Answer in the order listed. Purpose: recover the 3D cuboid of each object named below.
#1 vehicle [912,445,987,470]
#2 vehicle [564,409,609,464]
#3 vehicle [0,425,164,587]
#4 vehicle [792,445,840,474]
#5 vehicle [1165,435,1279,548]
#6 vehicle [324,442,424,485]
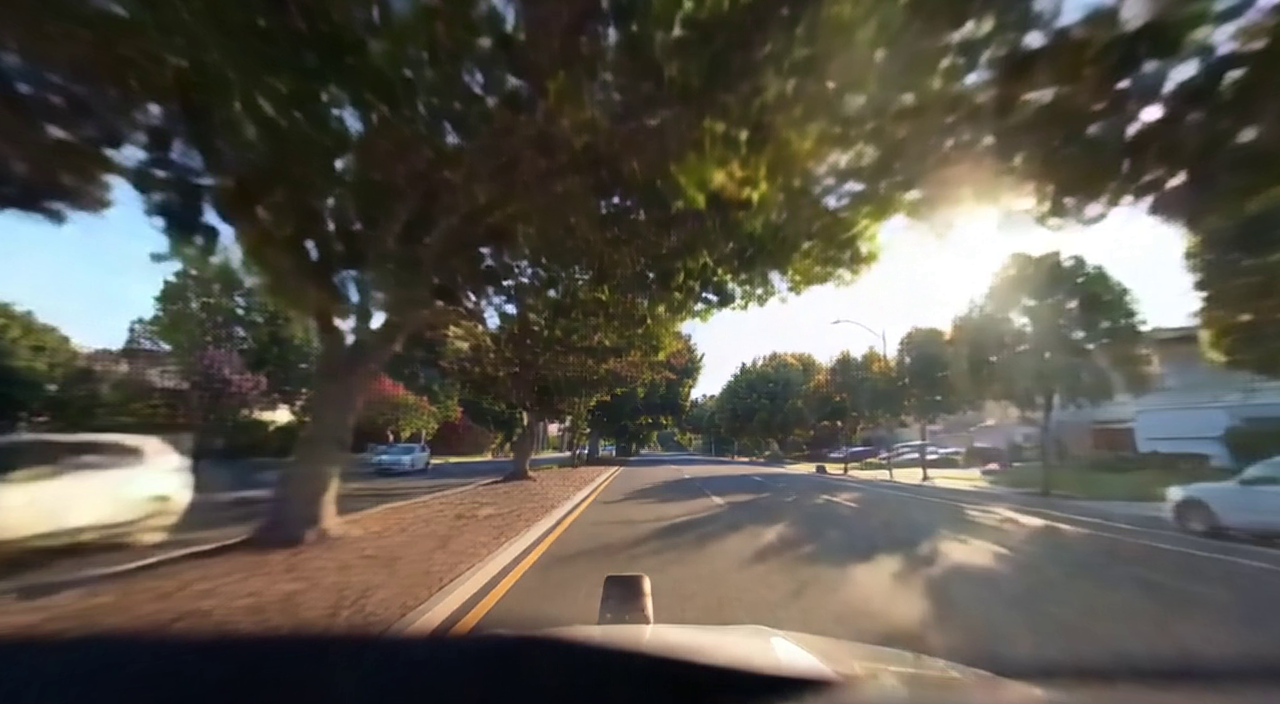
[{"bbox_3d":[22.854,7.811,46.733,4.570,1.521,2.029,2,-8,7],"label":"vehicle"},{"bbox_3d":[-3.784,6.121,45.523,3.008,3.786,3.422,0,-9,-1],"label":"vehicle"},{"bbox_3d":[-7.434,1.570,6.463,1.934,1.619,3.991,0,-8,0],"label":"vehicle"},{"bbox_3d":[11.570,7.055,41.705,1.976,1.780,4.352,0,-8,1],"label":"vehicle"},{"bbox_3d":[11.681,2.359,10.294,2.178,1.858,4.726,4,-9,0],"label":"vehicle"},{"bbox_3d":[-10.630,4.469,25.631,1.988,1.556,4.910,0,-8,-1],"label":"vehicle"}]
